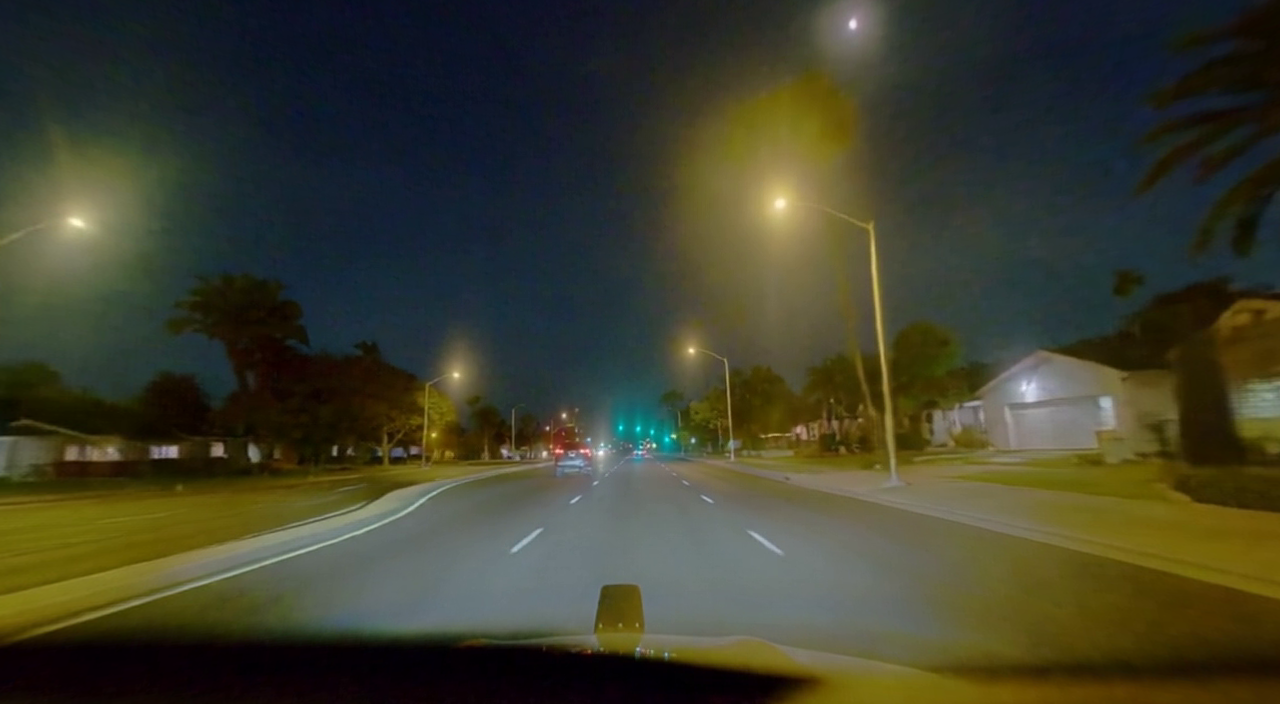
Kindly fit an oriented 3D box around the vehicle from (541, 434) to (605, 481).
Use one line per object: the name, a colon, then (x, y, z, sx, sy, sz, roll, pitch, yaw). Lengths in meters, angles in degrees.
vehicle: (-3.006, 4.952, 29.700, 2.370, 1.968, 5.698, 0, -9, 1)
